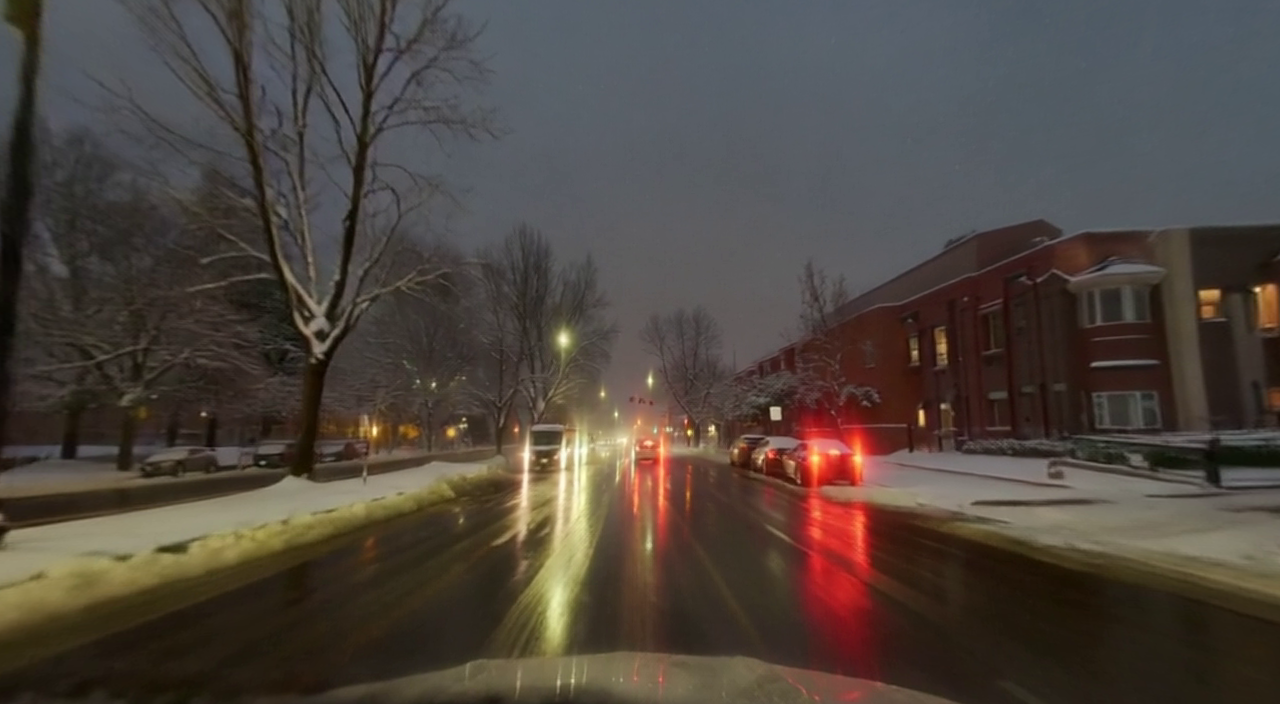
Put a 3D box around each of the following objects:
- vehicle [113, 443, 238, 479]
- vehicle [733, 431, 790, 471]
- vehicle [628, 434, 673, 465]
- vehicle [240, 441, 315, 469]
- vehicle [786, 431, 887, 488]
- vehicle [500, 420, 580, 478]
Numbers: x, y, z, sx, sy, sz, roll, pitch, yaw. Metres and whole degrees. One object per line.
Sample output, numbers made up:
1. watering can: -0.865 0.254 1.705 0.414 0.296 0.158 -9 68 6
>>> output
1. vehicle: -22.148 5.181 30.455 2.111 1.554 5.163 0 -8 0
2. vehicle: 6.251 5.131 32.955 1.997 1.943 4.409 0 -8 -1
3. vehicle: 0.528 5.445 35.381 2.201 1.589 3.843 0 -8 -4
4. vehicle: -22.421 6.363 39.314 1.910 1.632 4.624 0 -8 0
5. vehicle: 6.536 3.621 21.562 2.164 1.727 3.955 0 -8 0
6. vehicle: -3.658 3.689 24.163 2.223 1.957 4.845 0 -8 0
